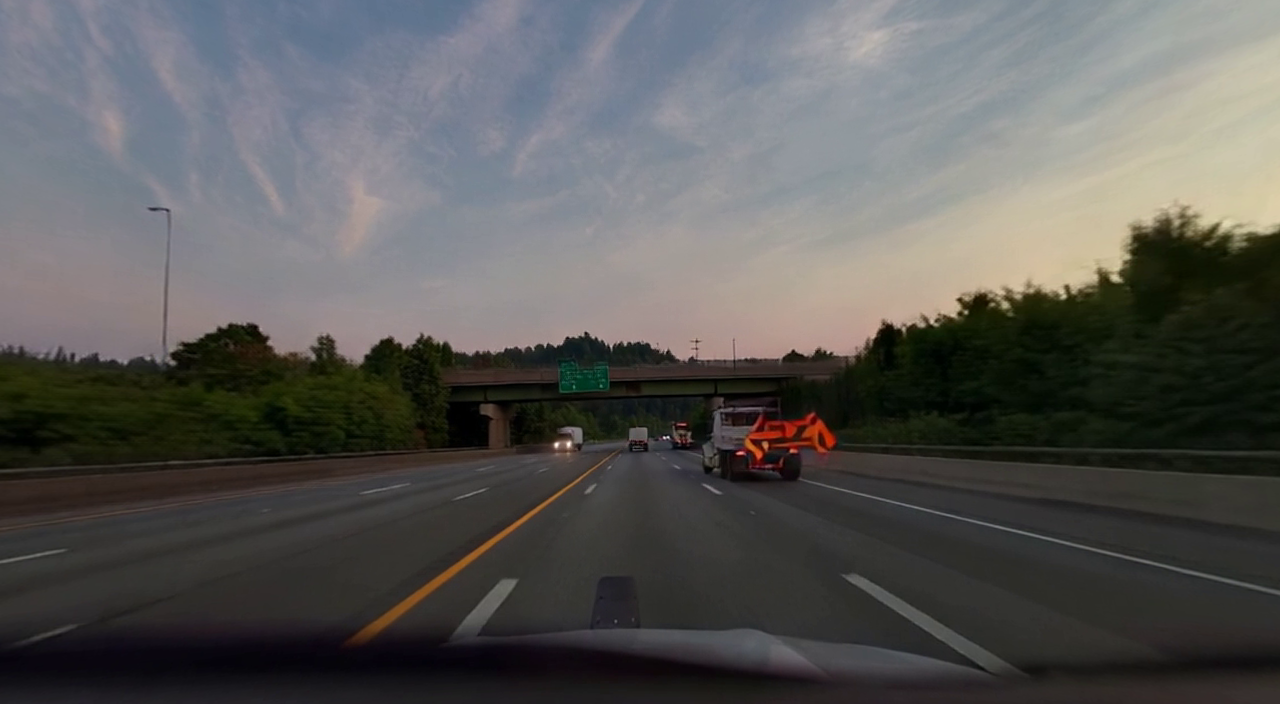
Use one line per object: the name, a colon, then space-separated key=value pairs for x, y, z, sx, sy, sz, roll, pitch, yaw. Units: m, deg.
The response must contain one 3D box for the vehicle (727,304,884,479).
vehicle: x=4.390 y=1.336 z=18.024 sx=2.875 sy=4.206 sz=4.999 roll=-3 pitch=-9 yaw=0
